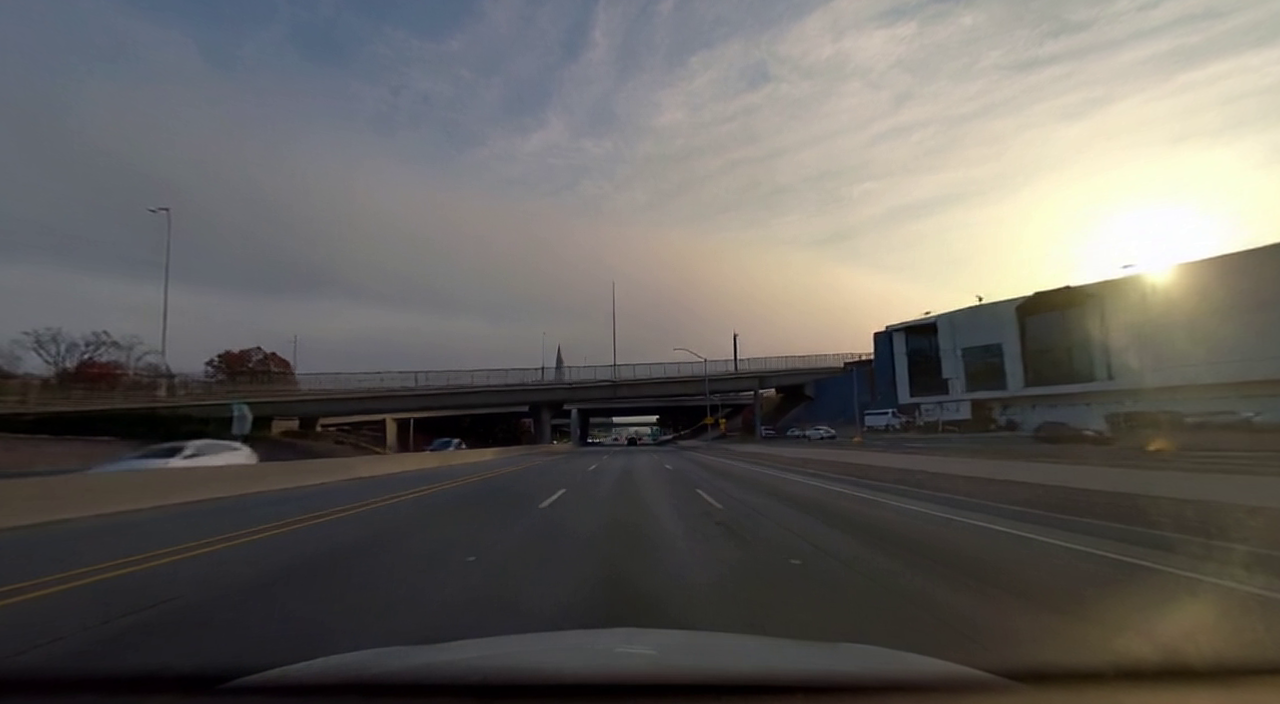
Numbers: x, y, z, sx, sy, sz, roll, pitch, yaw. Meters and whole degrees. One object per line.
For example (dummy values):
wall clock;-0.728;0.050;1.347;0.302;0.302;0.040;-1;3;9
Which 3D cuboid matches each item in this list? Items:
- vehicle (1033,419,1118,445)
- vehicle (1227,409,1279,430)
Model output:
vehicle;24.166;4.491;35.075;1.777;1.345;4.066;-1;-8;-1
vehicle;45.074;4.936;45.811;1.492;1.373;3.282;-1;-8;2
